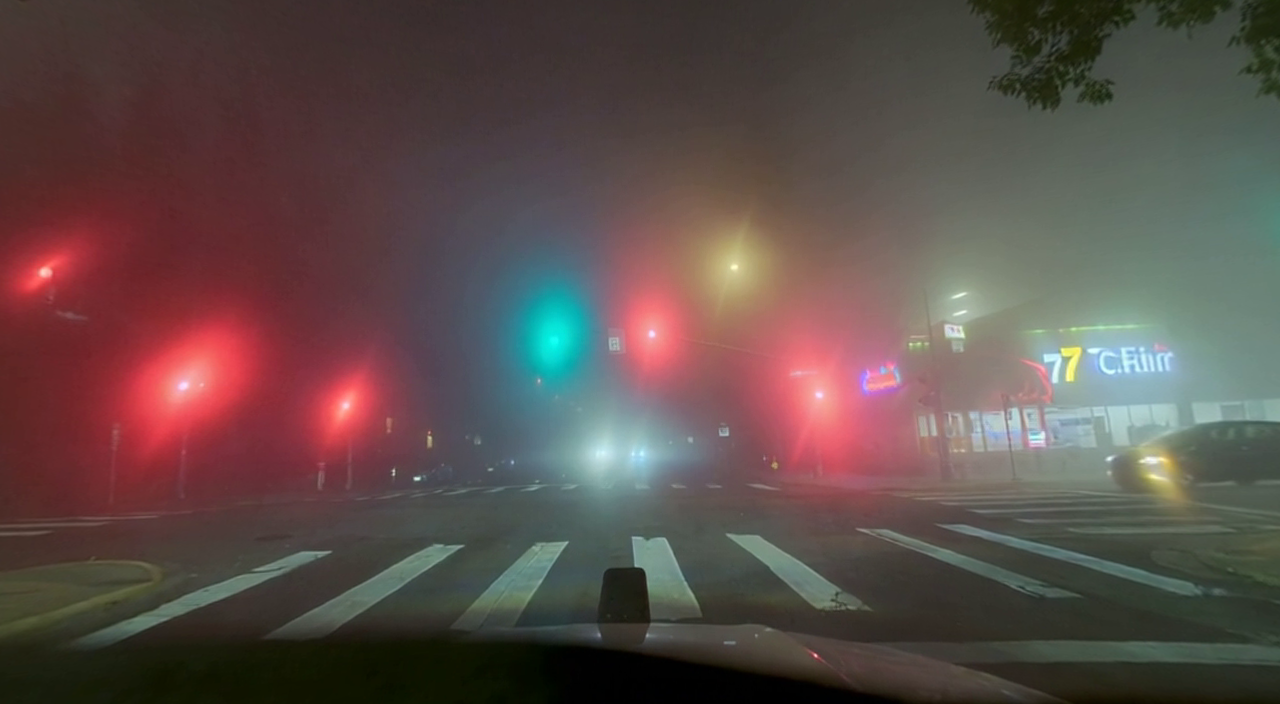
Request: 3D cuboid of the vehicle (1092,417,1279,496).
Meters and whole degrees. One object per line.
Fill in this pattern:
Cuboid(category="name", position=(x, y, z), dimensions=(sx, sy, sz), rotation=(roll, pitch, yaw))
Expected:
Cuboid(category="vehicle", position=(14.333, 2.540, 15.490), dimensions=(4.836, 1.795, 1.957), rotation=(0, -8, 0))
